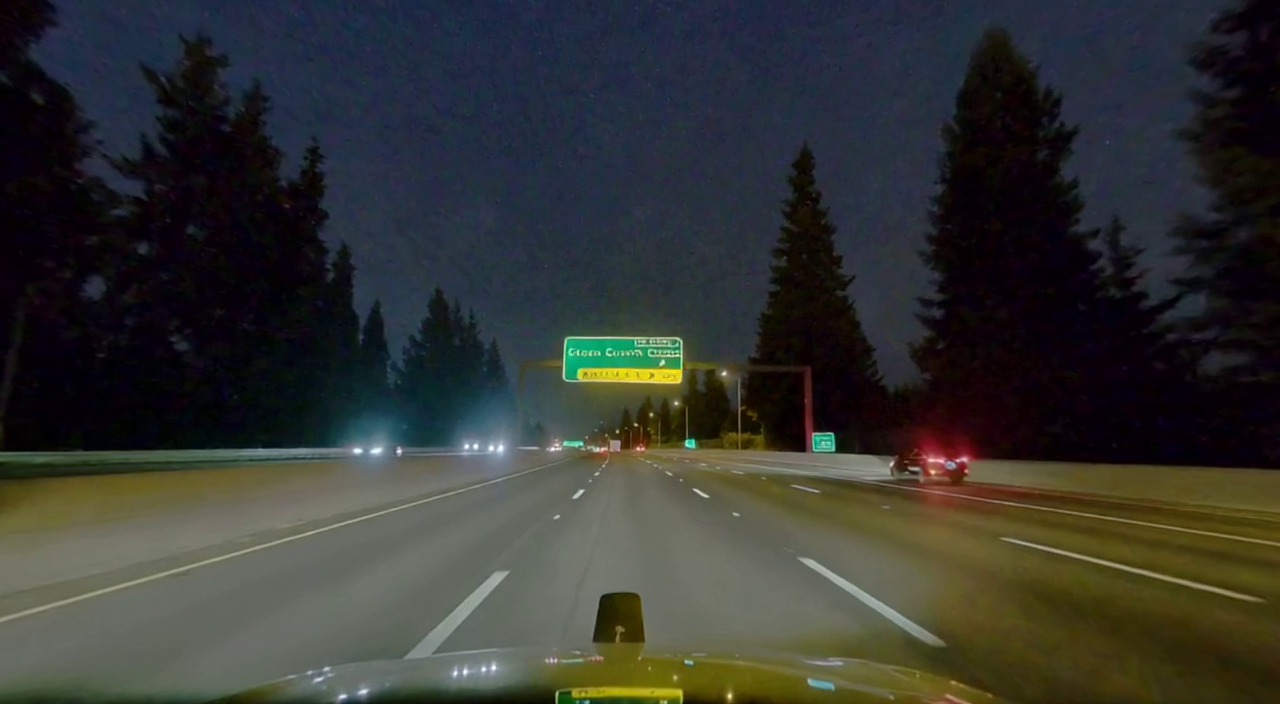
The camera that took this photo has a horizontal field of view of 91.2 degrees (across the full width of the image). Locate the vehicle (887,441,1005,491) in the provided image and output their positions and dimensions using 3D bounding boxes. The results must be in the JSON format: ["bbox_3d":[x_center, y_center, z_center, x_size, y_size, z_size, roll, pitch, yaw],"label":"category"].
[{"bbox_3d":[9.914,3.698,20.645,1.853,1.463,3.780,0,-9,-2],"label":"vehicle"}]

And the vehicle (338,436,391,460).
[{"bbox_3d":[-17.883,6.262,40.830,1.750,1.484,3.830,0,-9,-1],"label":"vehicle"}]
